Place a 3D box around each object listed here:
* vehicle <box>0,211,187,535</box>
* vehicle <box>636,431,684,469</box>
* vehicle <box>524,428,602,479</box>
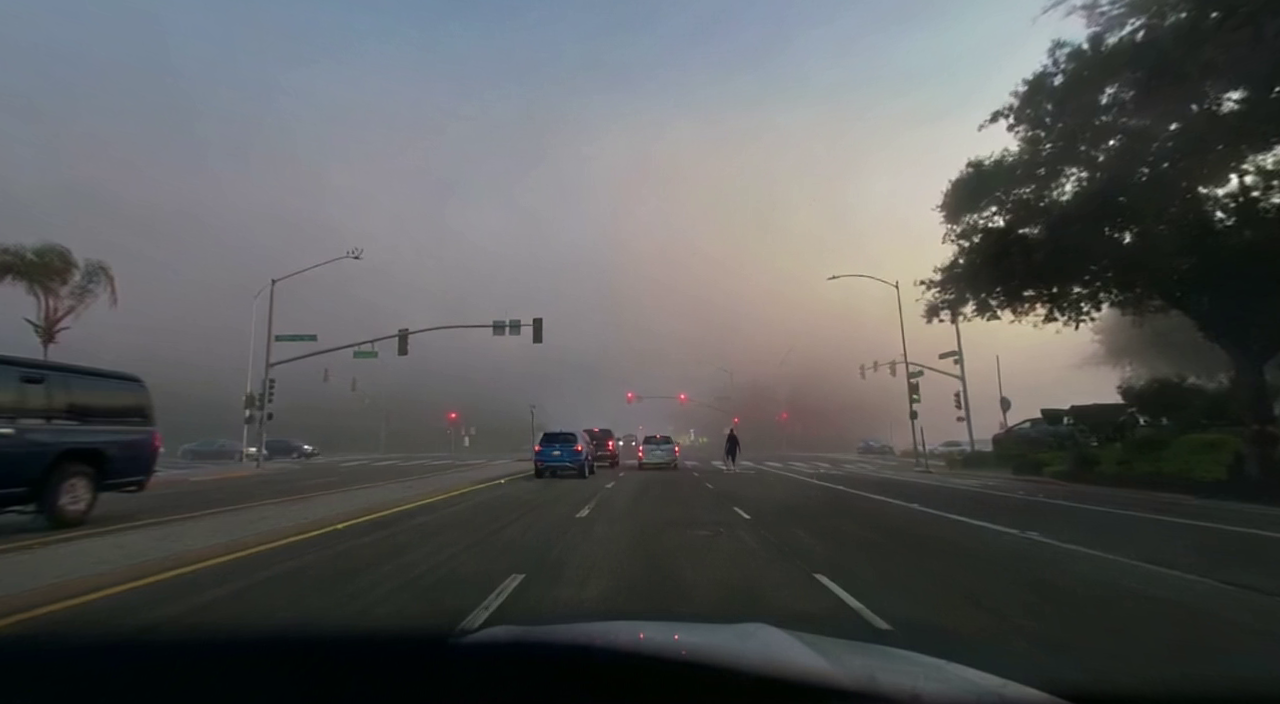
[{"bbox_3d":[-9.405,-0.120,5.172,3.054,3.962,11.136,0,-8,-1],"label":"vehicle"},{"bbox_3d":[0.969,4.868,31.361,2.204,1.738,4.690,0,-8,1],"label":"vehicle"},{"bbox_3d":[-2.711,3.717,23.218,2.006,1.707,4.448,-1,-8,4],"label":"vehicle"}]
